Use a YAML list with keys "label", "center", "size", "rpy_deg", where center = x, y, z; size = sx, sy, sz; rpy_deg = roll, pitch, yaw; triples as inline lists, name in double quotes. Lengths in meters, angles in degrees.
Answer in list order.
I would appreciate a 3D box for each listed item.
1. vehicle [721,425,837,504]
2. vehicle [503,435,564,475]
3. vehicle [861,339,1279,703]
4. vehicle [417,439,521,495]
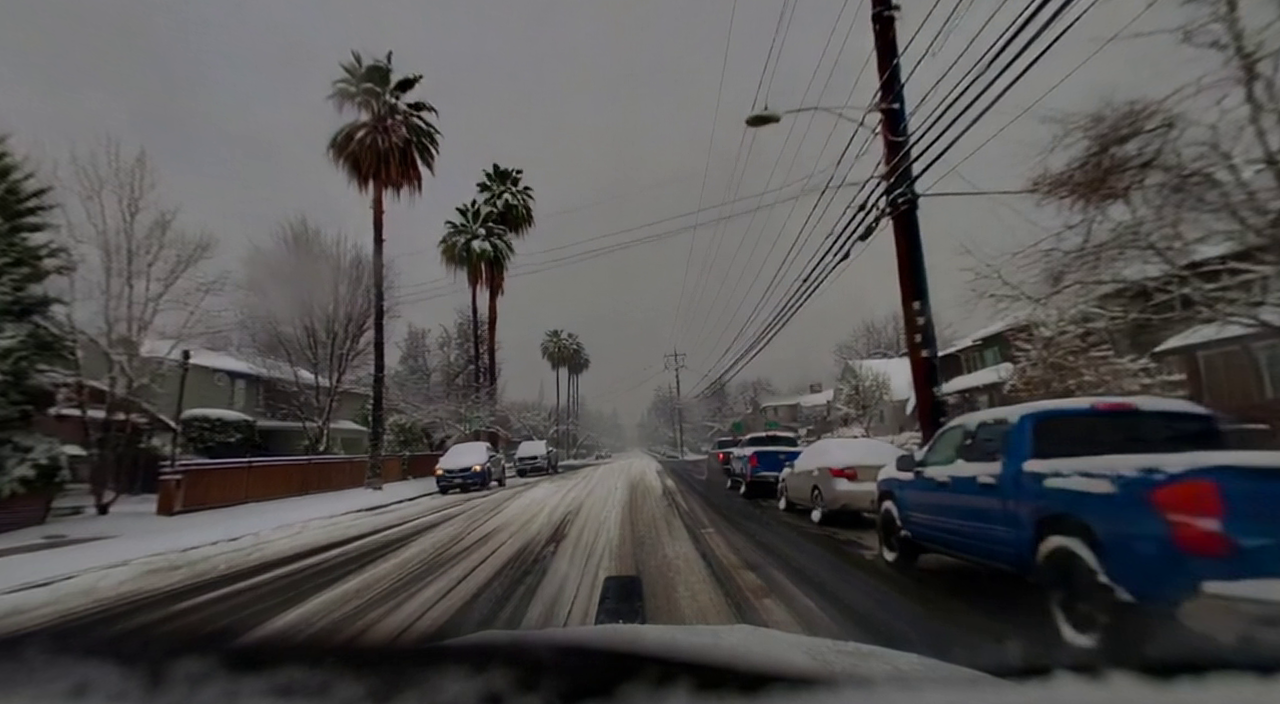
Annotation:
- label: "vehicle"
  center: [3.420, 2.882, 16.550]
  size: [1.979, 1.762, 4.621]
  rpy_deg: [0, -8, 0]
- label: "vehicle"
  center: [-5.886, 5.810, 35.785]
  size: [2.455, 2.045, 6.171]
  rpy_deg: [0, -8, 0]
- label: "vehicle"
  center: [3.540, 1.150, 4.979]
  size: [2.012, 1.777, 4.505]
  rpy_deg: [0, -8, 1]
- label: "vehicle"
  center: [-5.879, 4.009, 22.484]
  size: [2.226, 1.768, 4.780]
  rpy_deg: [0, -8, 2]
